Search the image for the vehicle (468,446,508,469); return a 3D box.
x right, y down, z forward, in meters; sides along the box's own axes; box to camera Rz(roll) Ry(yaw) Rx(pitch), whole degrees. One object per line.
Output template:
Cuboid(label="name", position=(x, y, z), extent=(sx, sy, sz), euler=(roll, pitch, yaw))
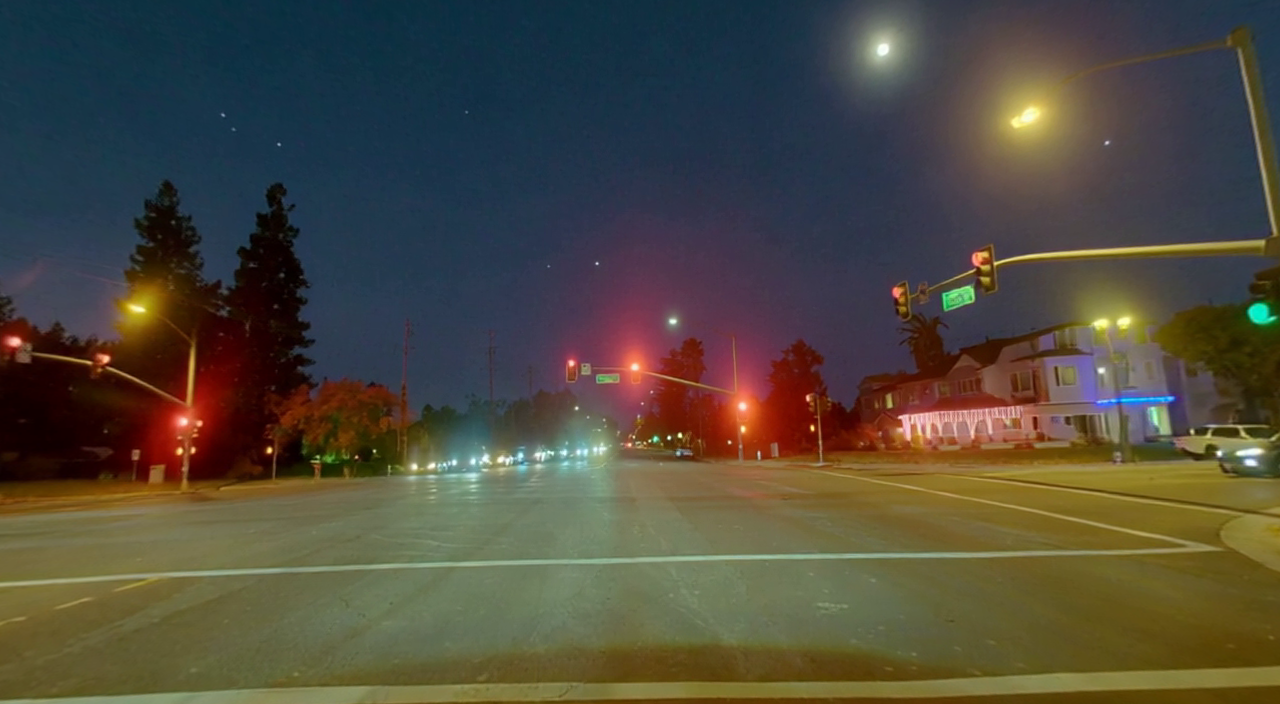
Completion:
Cuboid(label="vehicle", position=(-10.716, 7.457, 44.755), extent=(1.881, 1.509, 3.377), euler=(0, -9, 1))

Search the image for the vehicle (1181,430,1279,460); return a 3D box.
Cuboid(label="vehicle", position=(31.306, 4.885, 33.025), extent=(4.318, 1.488, 1.870), euler=(0, -9, -1))
